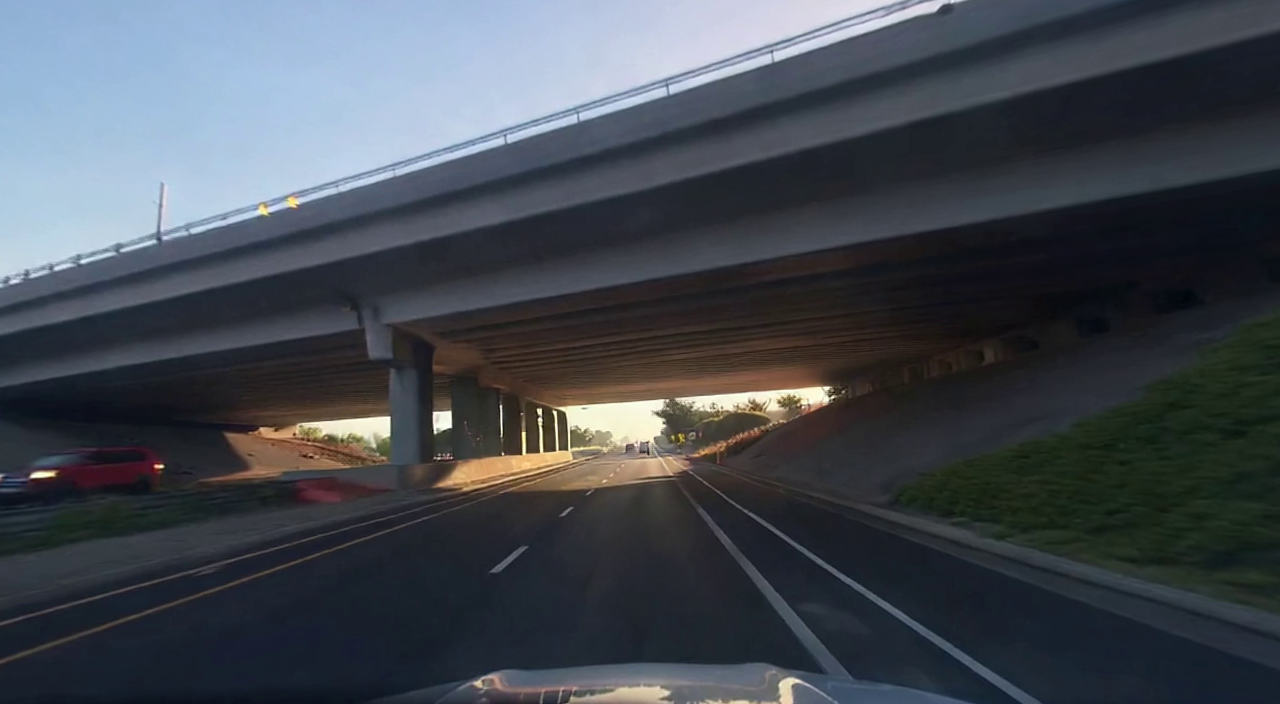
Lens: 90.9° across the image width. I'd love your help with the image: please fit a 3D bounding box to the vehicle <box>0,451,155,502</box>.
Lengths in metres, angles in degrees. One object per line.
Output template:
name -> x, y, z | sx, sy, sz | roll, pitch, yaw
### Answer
vehicle -> -20.276, 4.387, 22.724 | 1.909, 1.592, 4.485 | 0, -8, 1
